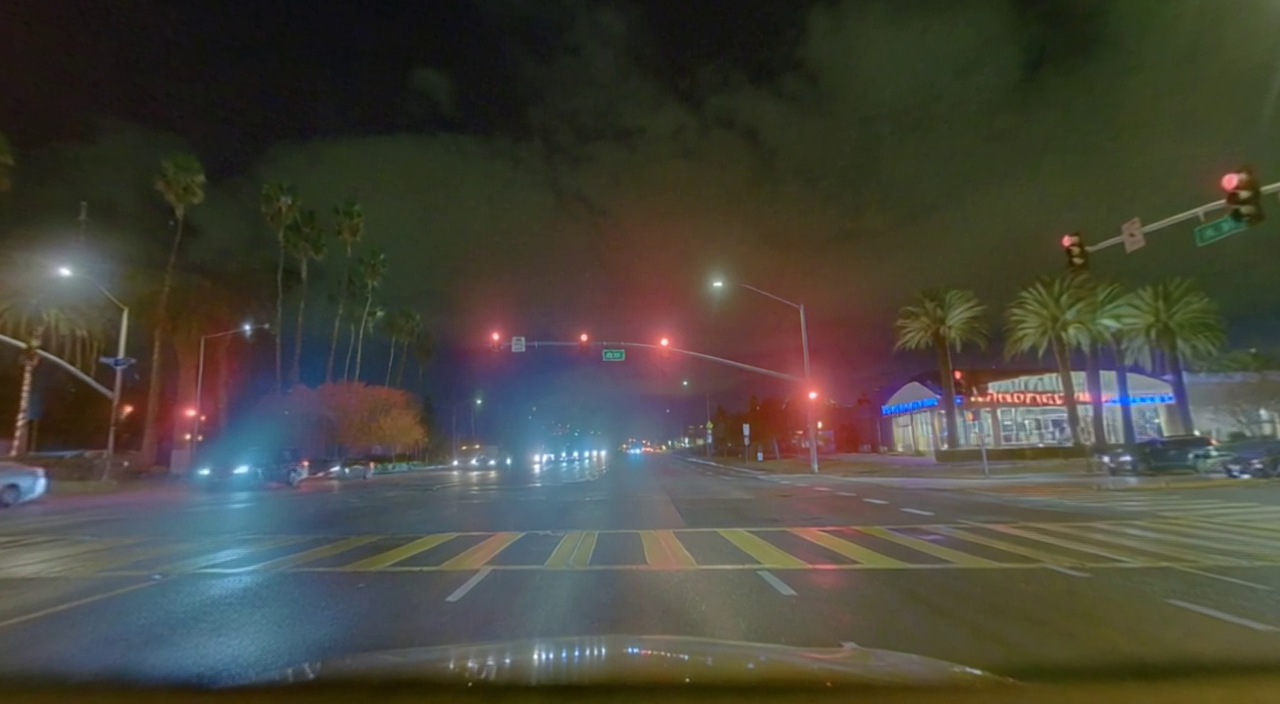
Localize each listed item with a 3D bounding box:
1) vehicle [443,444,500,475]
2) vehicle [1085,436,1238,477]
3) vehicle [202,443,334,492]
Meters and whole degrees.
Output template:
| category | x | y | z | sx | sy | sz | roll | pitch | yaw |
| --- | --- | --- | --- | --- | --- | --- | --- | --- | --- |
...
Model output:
| category | x | y | z | sx | sy | sz | roll | pitch | yaw |
| --- | --- | --- | --- | --- | --- | --- | --- | --- | --- |
| vehicle | -9.716 | 6.229 | 36.887 | 2.074 | 1.681 | 4.417 | 0 | -9 | 1 |
| vehicle | 22.213 | 4.454 | 27.070 | 4.533 | 1.676 | 2.236 | 0 | -9 | -1 |
| vehicle | -14.146 | 4.389 | 24.441 | 2.074 | 1.671 | 4.755 | 0 | -9 | 2 |
